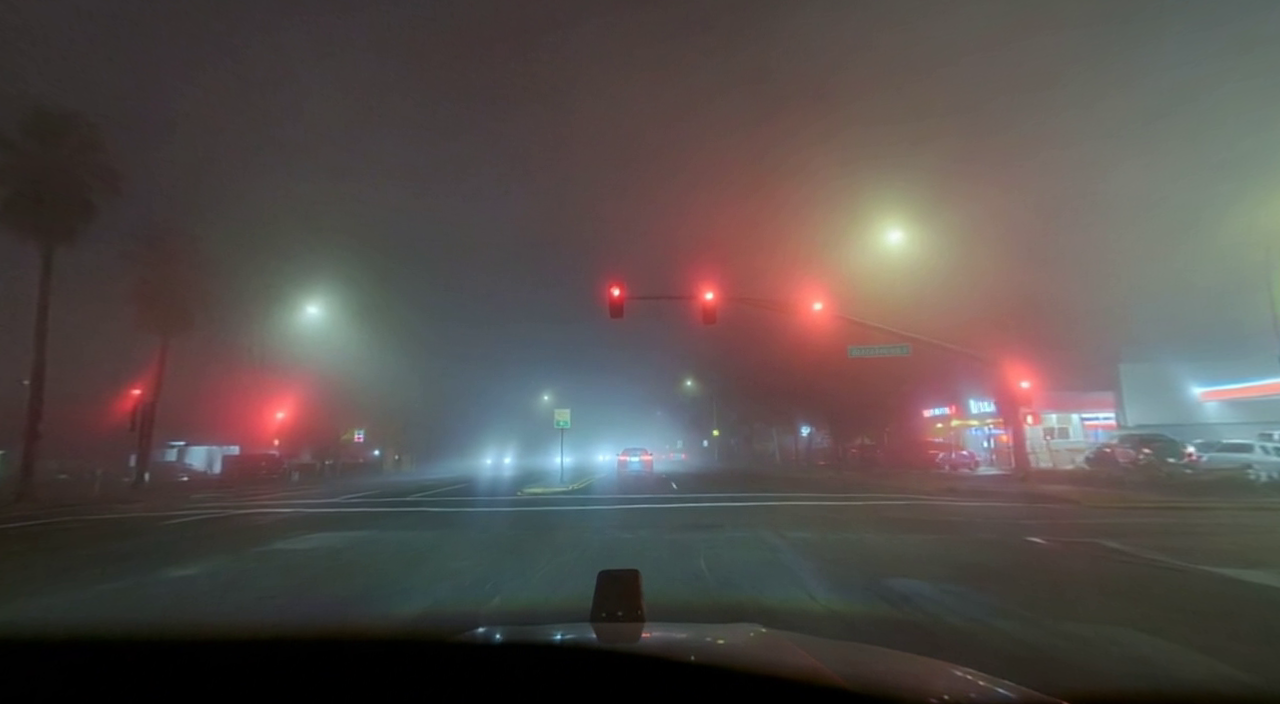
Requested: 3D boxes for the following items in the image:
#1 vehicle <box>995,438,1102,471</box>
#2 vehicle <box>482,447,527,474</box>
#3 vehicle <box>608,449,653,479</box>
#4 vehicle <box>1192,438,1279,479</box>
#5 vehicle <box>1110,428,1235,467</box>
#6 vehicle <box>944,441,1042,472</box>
[{"bbox_3d":[19.409,4.889,30.193,3.833,1.495,1.892,-3,-9,16],"label":"vehicle"},{"bbox_3d":[-9.402,7.574,44.374,2.102,1.792,4.828,0,-8,0],"label":"vehicle"},{"bbox_3d":[-0.566,5.995,34.210,2.270,1.475,4.571,0,-8,-2],"label":"vehicle"},{"bbox_3d":[24.067,4.112,24.633,1.738,1.462,3.609,0,-8,0],"label":"vehicle"},{"bbox_3d":[24.381,4.397,29.058,3.783,1.560,1.853,-4,-10,9],"label":"vehicle"},{"bbox_3d":[18.334,5.438,32.976,3.962,1.529,1.867,-2,-9,8],"label":"vehicle"}]
